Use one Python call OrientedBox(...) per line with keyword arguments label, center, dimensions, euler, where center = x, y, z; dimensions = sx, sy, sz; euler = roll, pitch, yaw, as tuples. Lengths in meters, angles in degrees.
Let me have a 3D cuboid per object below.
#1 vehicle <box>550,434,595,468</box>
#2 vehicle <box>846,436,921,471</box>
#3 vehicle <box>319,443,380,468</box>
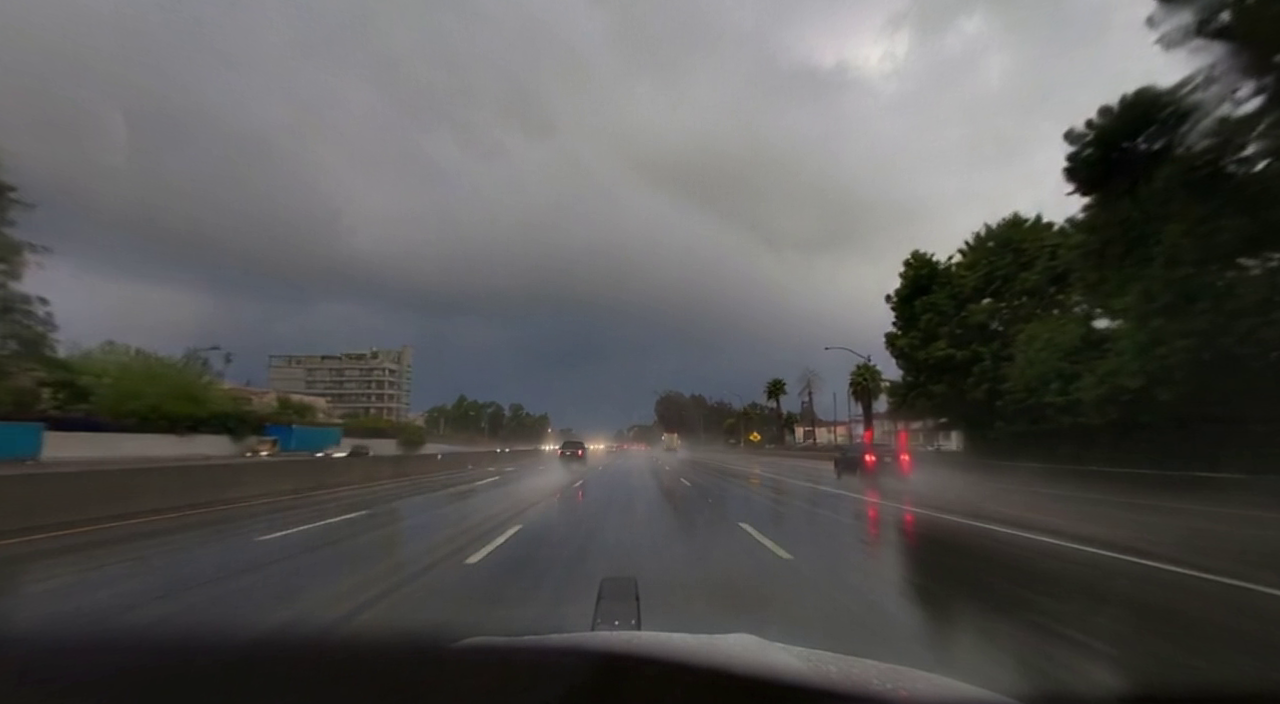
OrientedBox(label="vehicle", center=(-4.056, 6.033, 38.564), dimensions=(2.225, 1.967, 4.673), euler=(0, -9, 0))
OrientedBox(label="vehicle", center=(13.547, 5.694, 35.501), dimensions=(2.168, 1.792, 4.457), euler=(0, -9, -4))
OrientedBox(label="vehicle", center=(-18.521, 6.601, 40.479), dimensions=(1.864, 1.519, 4.366), euler=(0, -9, 0))
